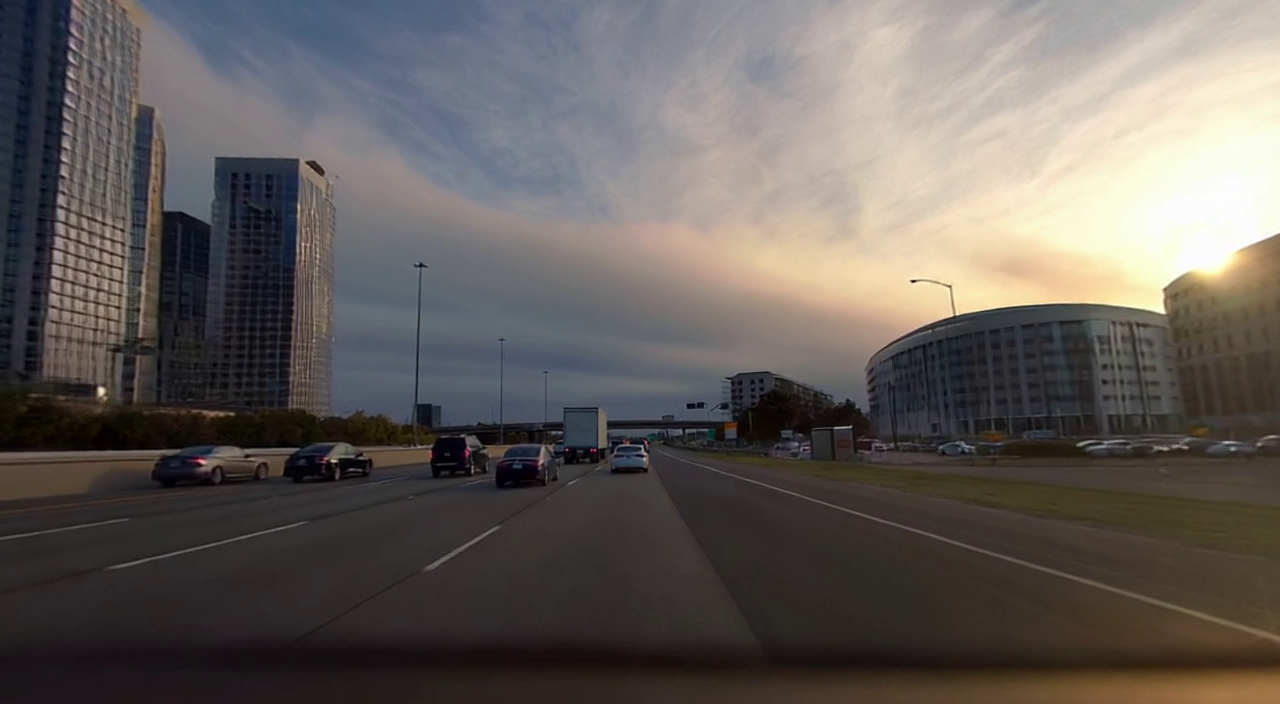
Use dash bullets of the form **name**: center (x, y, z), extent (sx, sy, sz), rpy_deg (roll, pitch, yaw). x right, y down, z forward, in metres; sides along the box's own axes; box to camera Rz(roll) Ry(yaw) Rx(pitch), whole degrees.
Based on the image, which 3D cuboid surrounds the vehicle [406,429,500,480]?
- **vehicle**: center (-7.287, 4.063, 25.184), extent (2.190, 1.821, 4.800), rpy_deg (0, -8, 1)

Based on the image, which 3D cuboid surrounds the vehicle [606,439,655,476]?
- **vehicle**: center (-0.397, 4.650, 27.952), extent (1.991, 1.488, 3.922), rpy_deg (0, -8, 0)

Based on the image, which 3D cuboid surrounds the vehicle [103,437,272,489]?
- **vehicle**: center (-14.557, 3.579, 20.692), extent (1.948, 1.483, 4.814), rpy_deg (0, -8, 0)

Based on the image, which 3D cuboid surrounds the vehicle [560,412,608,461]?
- **vehicle**: center (-4.080, 6.460, 47.652), extent (2.955, 3.359, 8.322), rpy_deg (0, -8, -1)

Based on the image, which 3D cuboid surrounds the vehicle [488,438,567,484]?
- **vehicle**: center (-3.989, 3.923, 23.049), extent (2.016, 1.497, 4.235), rpy_deg (0, -8, 1)

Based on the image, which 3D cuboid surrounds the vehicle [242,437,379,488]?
- **vehicle**: center (-10.800, 3.643, 21.125), extent (1.987, 1.495, 4.710), rpy_deg (0, -8, 1)
